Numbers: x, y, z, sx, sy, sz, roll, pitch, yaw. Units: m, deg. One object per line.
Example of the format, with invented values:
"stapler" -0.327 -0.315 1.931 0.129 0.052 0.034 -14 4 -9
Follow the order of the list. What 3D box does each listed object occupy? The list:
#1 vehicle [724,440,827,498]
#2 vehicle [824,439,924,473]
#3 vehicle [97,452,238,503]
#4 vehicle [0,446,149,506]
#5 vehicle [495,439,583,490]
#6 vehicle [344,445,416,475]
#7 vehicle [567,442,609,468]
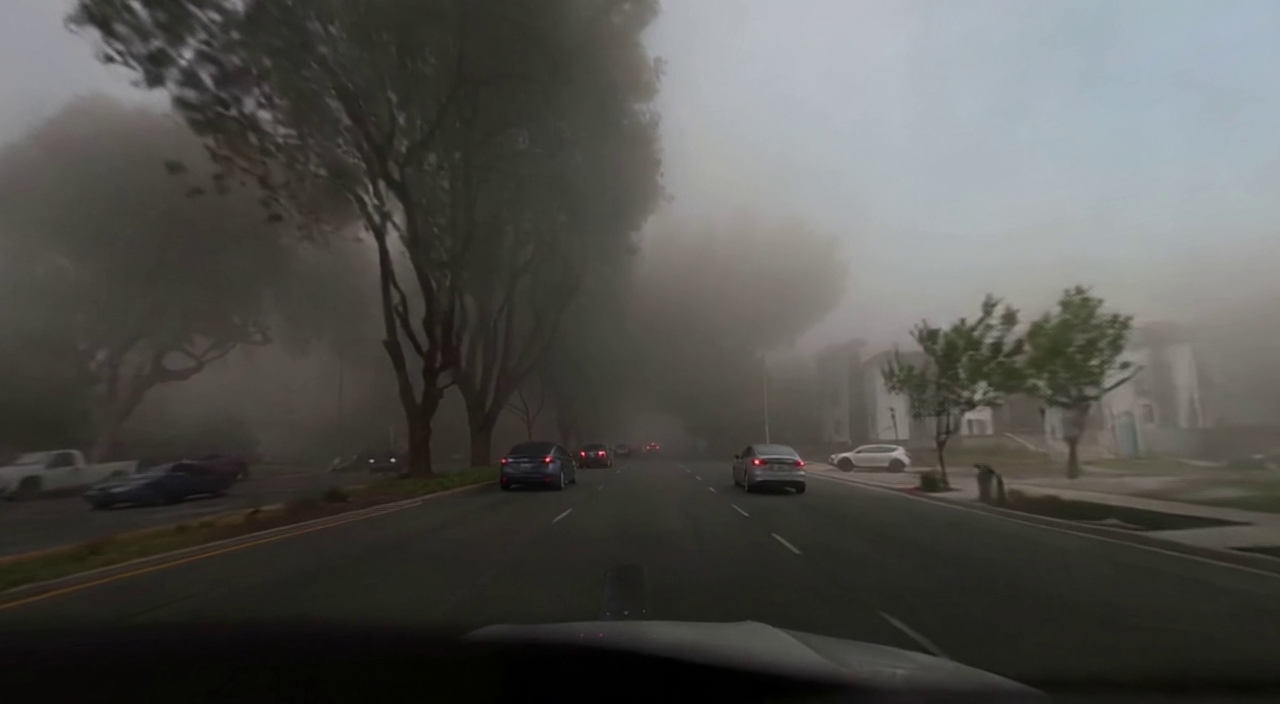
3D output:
"vehicle" 3.847 3.384 18.738 2.010 1.486 4.498 0 -8 0
"vehicle" 12.501 5.579 34.032 4.717 1.733 1.994 -1 -9 10
"vehicle" -15.991 4.227 21.614 1.804 1.502 3.839 0 -8 1
"vehicle" -22.481 4.735 24.608 2.928 2.070 4.368 0 -8 3
"vehicle" -3.143 3.607 20.615 2.053 1.480 4.381 0 -8 2
"vehicle" -18.145 7.521 44.338 2.345 1.906 6.020 0 -8 2
"vehicle" -3.066 6.179 38.000 1.988 1.497 4.404 0 -8 3
